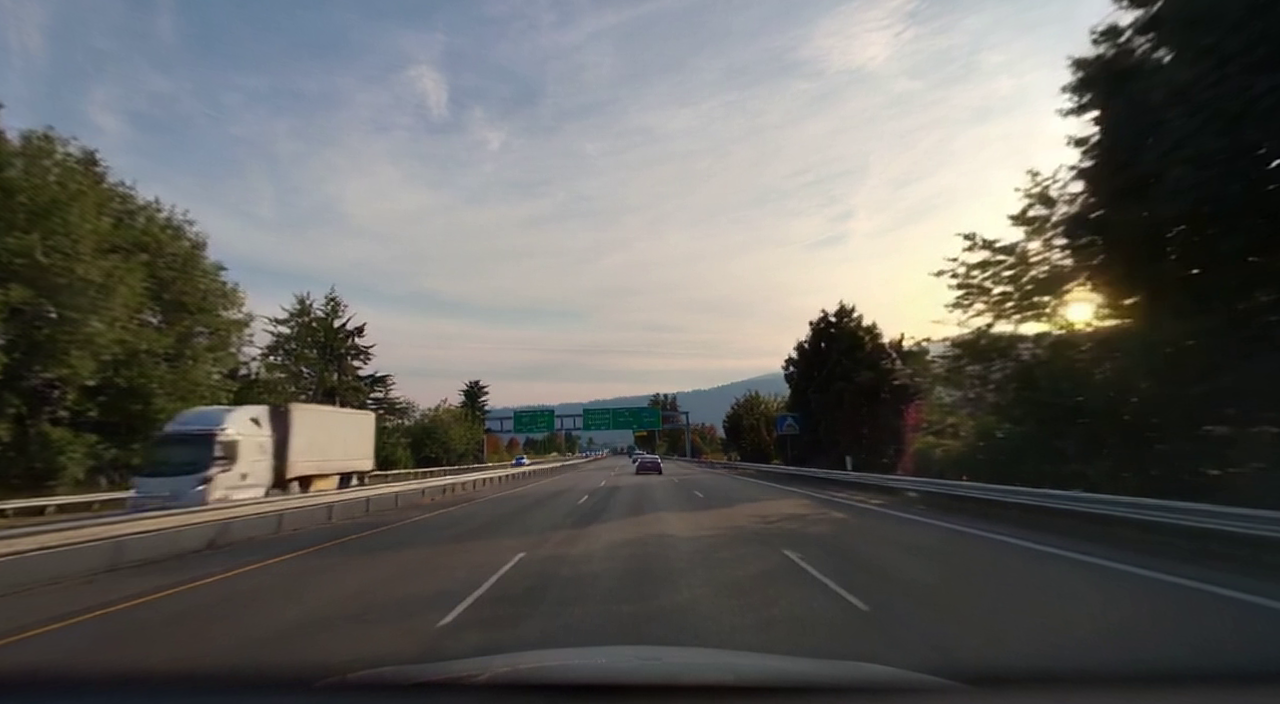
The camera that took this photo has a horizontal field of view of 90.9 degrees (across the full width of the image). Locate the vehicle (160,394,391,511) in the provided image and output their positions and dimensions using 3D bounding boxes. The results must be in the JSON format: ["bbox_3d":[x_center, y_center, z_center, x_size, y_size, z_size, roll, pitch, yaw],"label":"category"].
[{"bbox_3d":[-13.861,4.047,25.567,3.366,3.773,9.860,0,-9,0],"label":"vehicle"}]

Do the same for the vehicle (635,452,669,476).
[{"bbox_3d":[0.729,7.025,39.713,2.036,1.457,3.471,0,-9,-1],"label":"vehicle"}]
